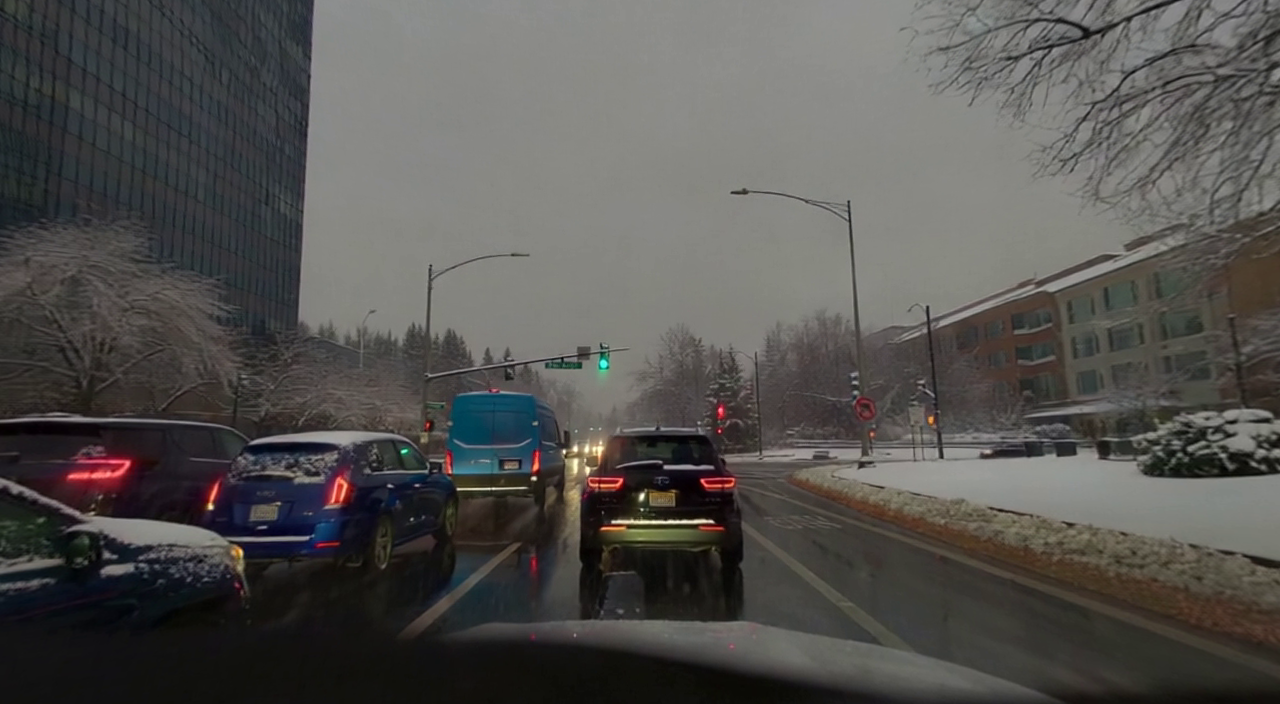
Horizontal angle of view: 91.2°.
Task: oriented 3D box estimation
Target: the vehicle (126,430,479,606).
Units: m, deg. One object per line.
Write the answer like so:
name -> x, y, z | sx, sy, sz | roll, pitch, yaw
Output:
vehicle -> -3.480, 1.774, 7.616 | 1.955, 1.499, 4.223 | 0, -9, 0

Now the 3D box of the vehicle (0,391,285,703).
vehicle -> -2.905, 0.817, 1.515 | 1.893, 1.491, 3.798 | 0, -9, -1

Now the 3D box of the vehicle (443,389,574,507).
vehicle -> -3.265, 2.593, 17.040 | 2.343, 2.635, 5.684 | 0, -9, -1

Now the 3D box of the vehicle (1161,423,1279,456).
vehicle -> 28.447, 4.335, 30.814 | 1.762, 1.487, 4.488 | -1, -9, 1

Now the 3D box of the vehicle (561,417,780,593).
vehicle -> 0.199, 1.669, 7.568 | 1.979, 1.562, 3.630 | 0, -9, -3
